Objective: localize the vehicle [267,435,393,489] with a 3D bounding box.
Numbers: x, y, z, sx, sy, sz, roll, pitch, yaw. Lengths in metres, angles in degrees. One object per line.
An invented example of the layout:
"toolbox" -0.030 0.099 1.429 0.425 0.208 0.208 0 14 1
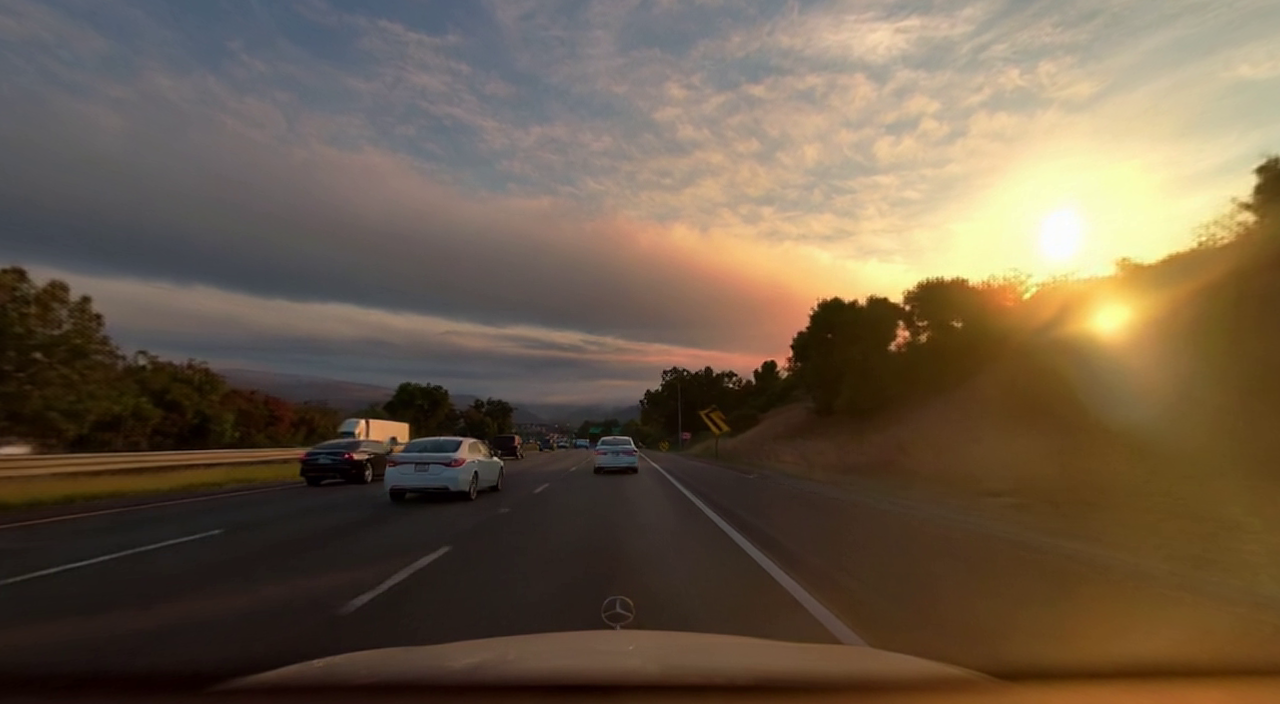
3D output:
"vehicle" -9.295 3.285 19.248 1.850 1.439 3.932 0 -8 0

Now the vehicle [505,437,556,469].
"vehicle" -5.276 4.897 30.762 1.835 1.432 3.835 0 -8 0

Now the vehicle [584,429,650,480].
"vehicle" -0.798 3.641 22.747 2.178 1.658 3.916 0 -8 -1

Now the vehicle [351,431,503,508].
"vehicle" -4.577 2.558 14.313 1.971 1.464 4.386 0 -8 0
